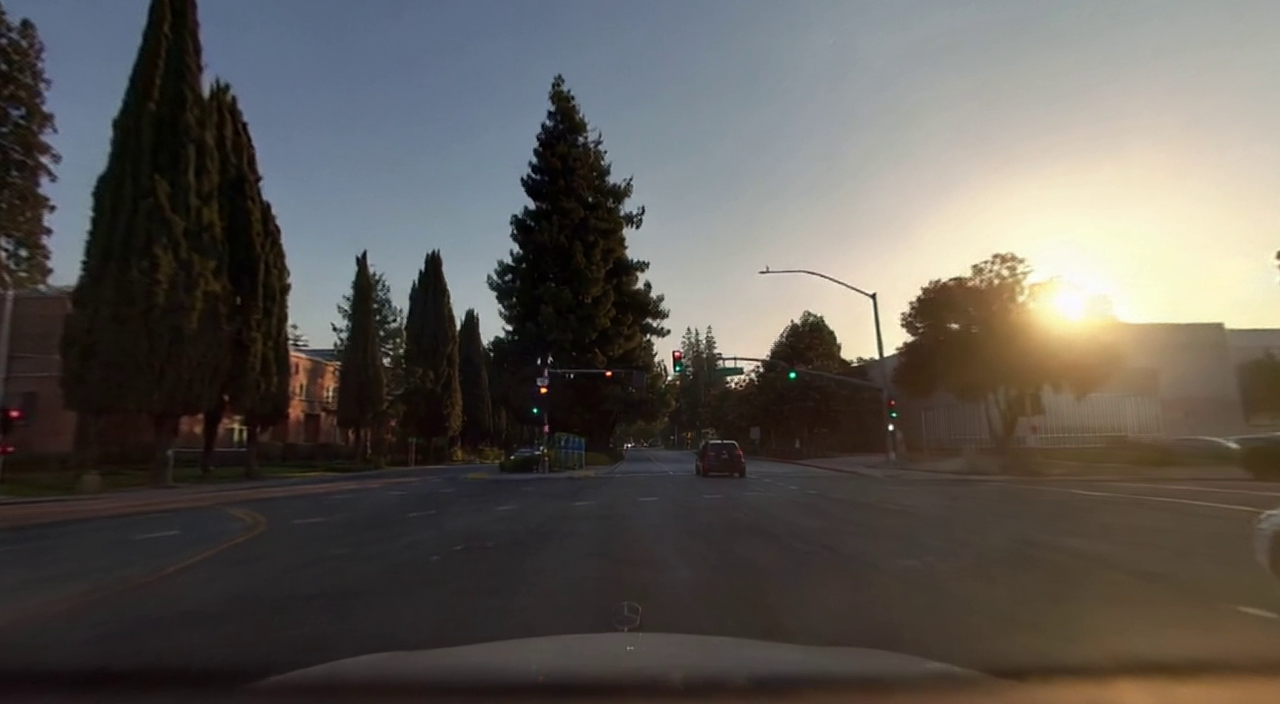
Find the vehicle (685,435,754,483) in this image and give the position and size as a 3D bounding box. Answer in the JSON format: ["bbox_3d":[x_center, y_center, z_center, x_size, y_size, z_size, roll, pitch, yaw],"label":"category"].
[{"bbox_3d":[3.192,4.404,26.285,2.095,1.759,4.862,0,-9,-2],"label":"vehicle"}]
